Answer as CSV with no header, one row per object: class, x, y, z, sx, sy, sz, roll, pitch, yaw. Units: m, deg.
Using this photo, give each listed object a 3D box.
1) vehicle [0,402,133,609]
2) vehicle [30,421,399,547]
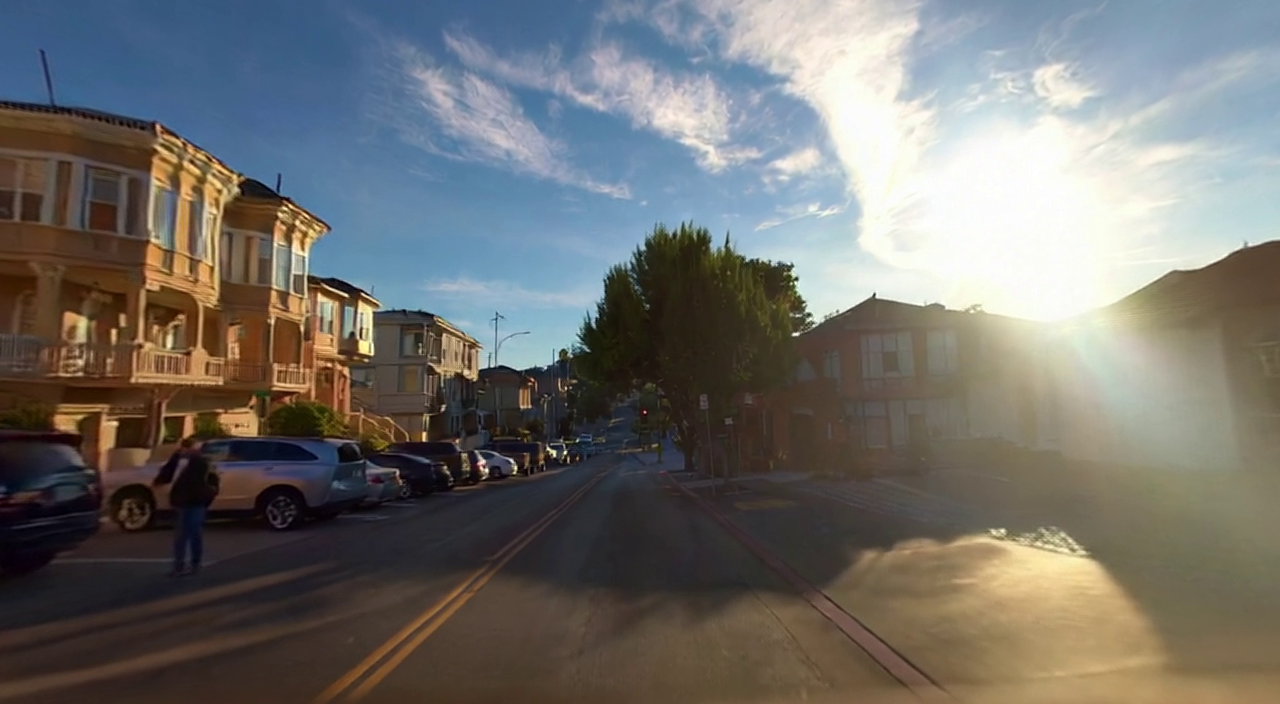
vehicle,-7.879,1.479,6.193,4.025,1.878,1.954,0,-9,-1
vehicle,-7.320,2.299,11.357,4.981,1.975,2.296,-1,-9,3
